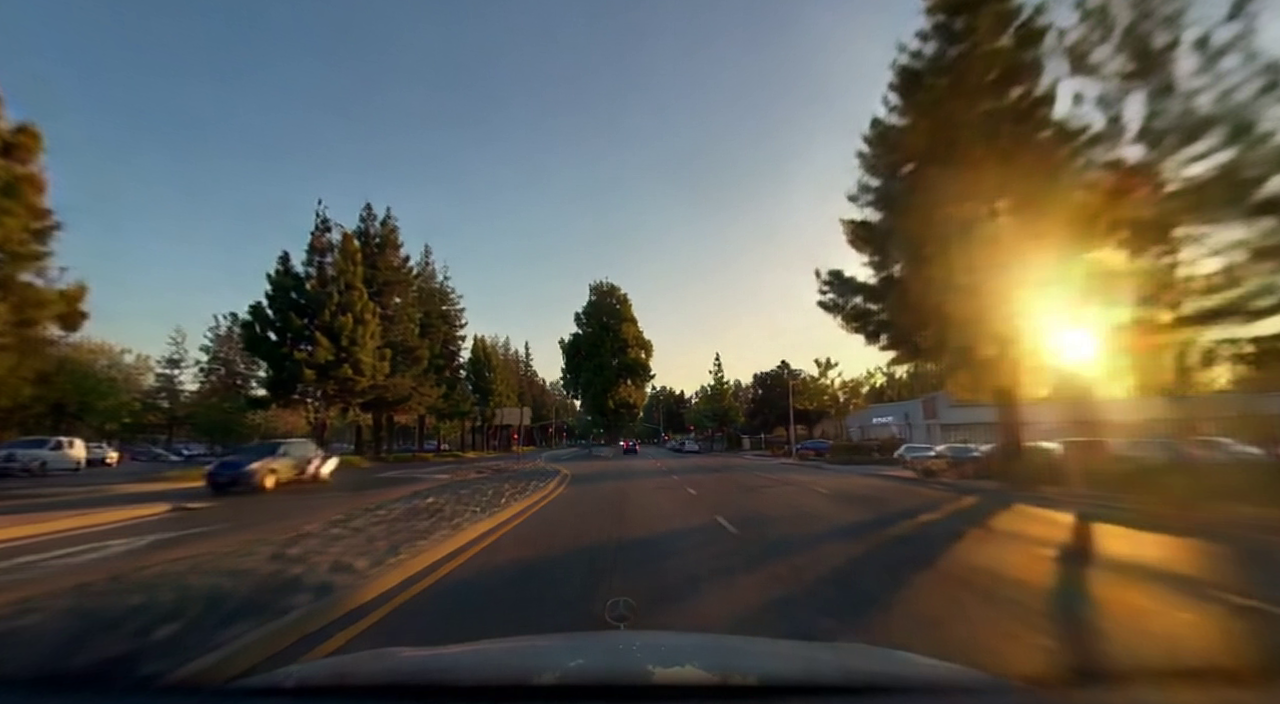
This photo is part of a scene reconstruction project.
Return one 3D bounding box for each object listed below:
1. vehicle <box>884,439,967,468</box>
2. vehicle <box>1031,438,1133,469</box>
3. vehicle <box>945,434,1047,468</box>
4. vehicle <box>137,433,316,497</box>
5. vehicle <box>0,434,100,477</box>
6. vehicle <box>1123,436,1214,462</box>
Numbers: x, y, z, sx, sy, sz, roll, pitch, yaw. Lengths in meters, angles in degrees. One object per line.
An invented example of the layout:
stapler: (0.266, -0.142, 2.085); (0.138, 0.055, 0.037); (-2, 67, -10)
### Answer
vehicle: (16.460, 5.876, 36.765); (1.966, 1.583, 4.568); (2, -9, -13)
vehicle: (24.670, 5.630, 35.510); (1.988, 1.617, 4.524); (1, -8, -10)
vehicle: (21.249, 5.959, 38.093); (2.150, 1.812, 5.372); (0, -8, -13)
vehicle: (-13.239, 3.628, 20.444); (4.497, 1.774, 1.958); (-3, -9, 3)
vehicle: (-40.701, 6.911, 42.425); (6.096, 2.729, 2.827); (0, -8, -1)
vehicle: (34.053, 6.254, 40.873); (1.774, 1.551, 4.340); (1, -9, -7)
